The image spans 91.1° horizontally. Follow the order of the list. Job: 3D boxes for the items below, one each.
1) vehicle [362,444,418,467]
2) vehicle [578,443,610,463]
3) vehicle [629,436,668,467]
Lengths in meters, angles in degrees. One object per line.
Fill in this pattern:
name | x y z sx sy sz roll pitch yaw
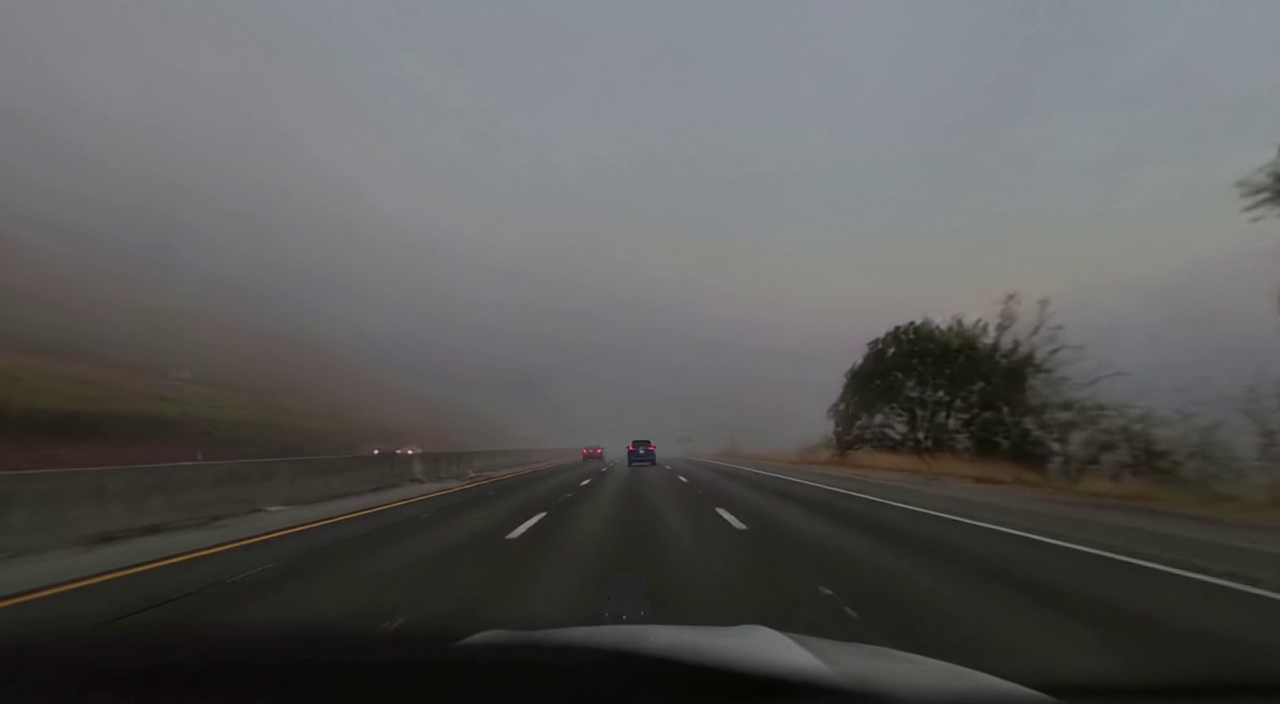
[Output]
vehicle | -17.557 7.267 44.327 1.939 1.540 4.874 0 -8 0
vehicle | -3.516 7.875 48.962 2.082 1.485 4.237 0 -8 1
vehicle | 0.490 6.239 39.510 2.272 1.836 4.866 0 -8 0
